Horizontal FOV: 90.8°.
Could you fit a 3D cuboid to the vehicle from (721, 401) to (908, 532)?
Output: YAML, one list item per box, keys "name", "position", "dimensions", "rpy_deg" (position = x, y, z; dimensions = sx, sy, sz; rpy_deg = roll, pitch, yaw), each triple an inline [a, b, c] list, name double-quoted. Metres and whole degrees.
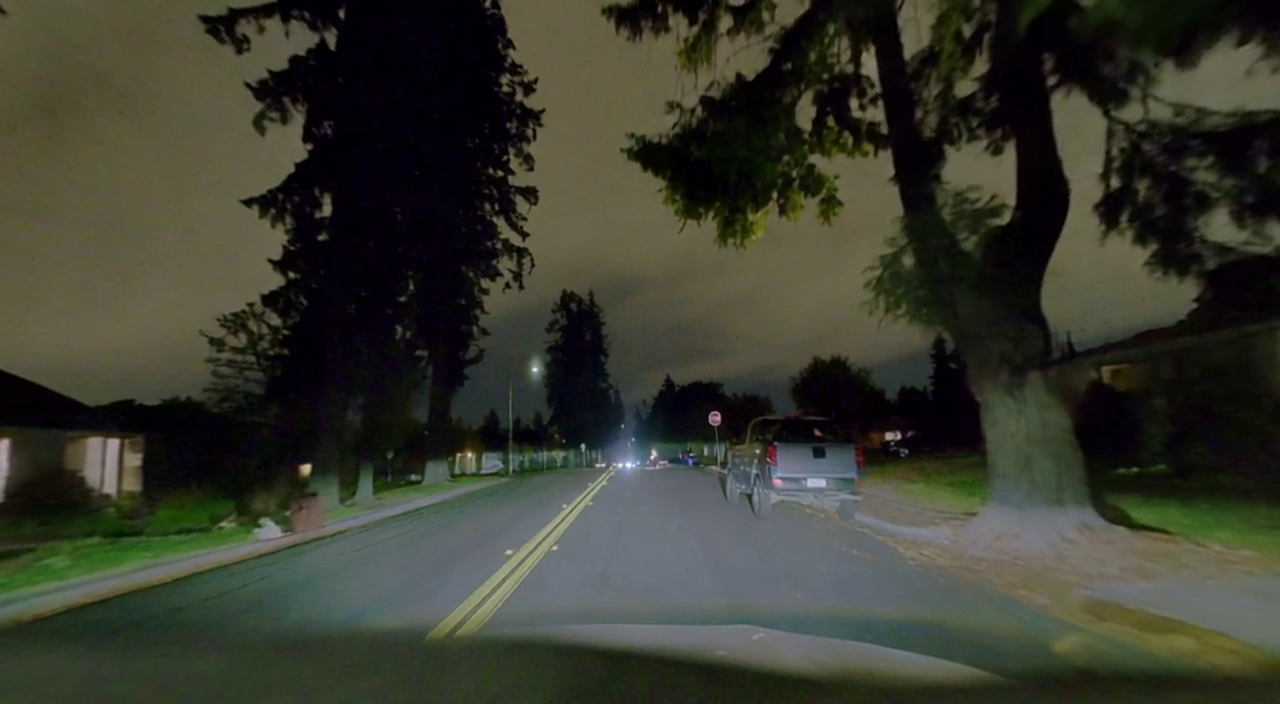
- name: "vehicle"
  position: [2.832, 2.009, 11.492]
  dimensions: [2.109, 1.875, 4.488]
  rpy_deg: [-1, -9, 0]

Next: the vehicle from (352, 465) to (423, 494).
- name: "vehicle"
  position: [-18.103, 9.145, 45.299]
  dimensions: [4.274, 1.626, 2.093]
  rpy_deg: [-6, -10, 10]

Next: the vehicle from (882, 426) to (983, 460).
- name: "vehicle"
  position: [17.204, 5.397, 37.370]
  dimensions: [4.982, 1.874, 2.133]
  rpy_deg: [-3, -9, 13]
